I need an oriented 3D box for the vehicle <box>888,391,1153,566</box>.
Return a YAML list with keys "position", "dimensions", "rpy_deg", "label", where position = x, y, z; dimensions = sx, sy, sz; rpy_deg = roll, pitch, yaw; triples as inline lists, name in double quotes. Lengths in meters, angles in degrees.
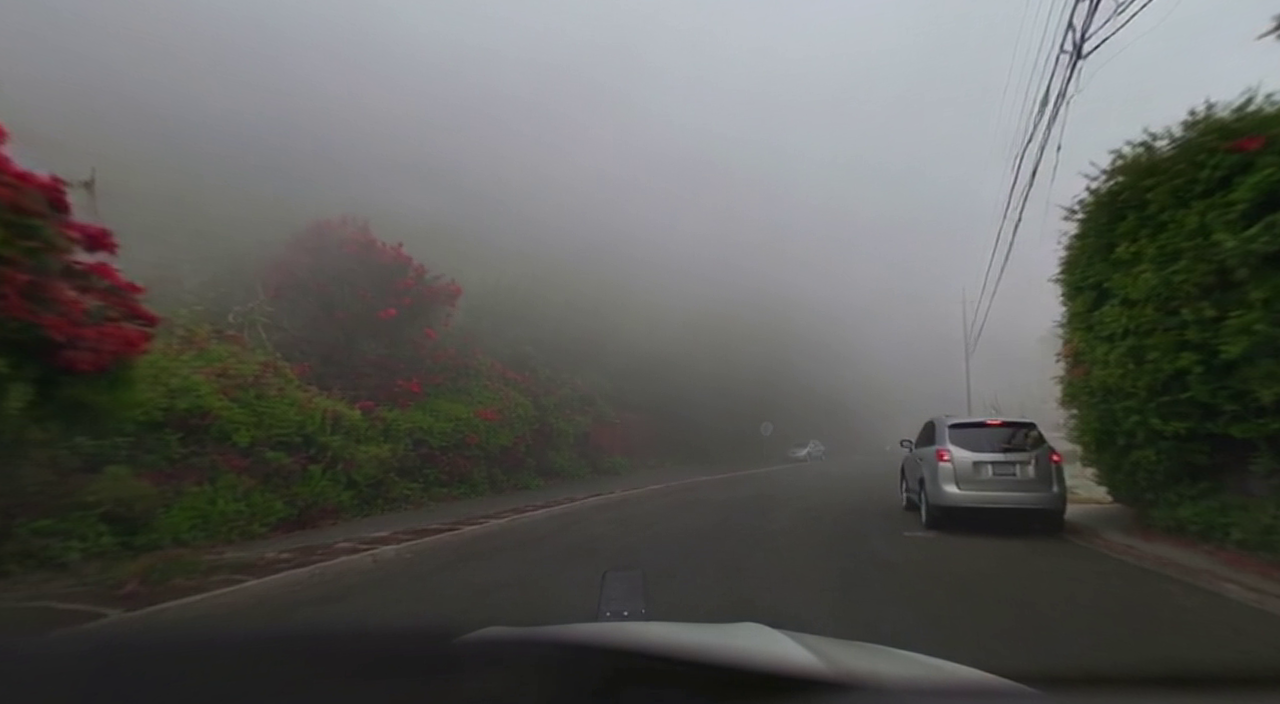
- position: [5.394, 1.823, 10.008]
  dimensions: [2.311, 1.909, 5.570]
  rpy_deg: [-3, -9, 18]
  label: "vehicle"
